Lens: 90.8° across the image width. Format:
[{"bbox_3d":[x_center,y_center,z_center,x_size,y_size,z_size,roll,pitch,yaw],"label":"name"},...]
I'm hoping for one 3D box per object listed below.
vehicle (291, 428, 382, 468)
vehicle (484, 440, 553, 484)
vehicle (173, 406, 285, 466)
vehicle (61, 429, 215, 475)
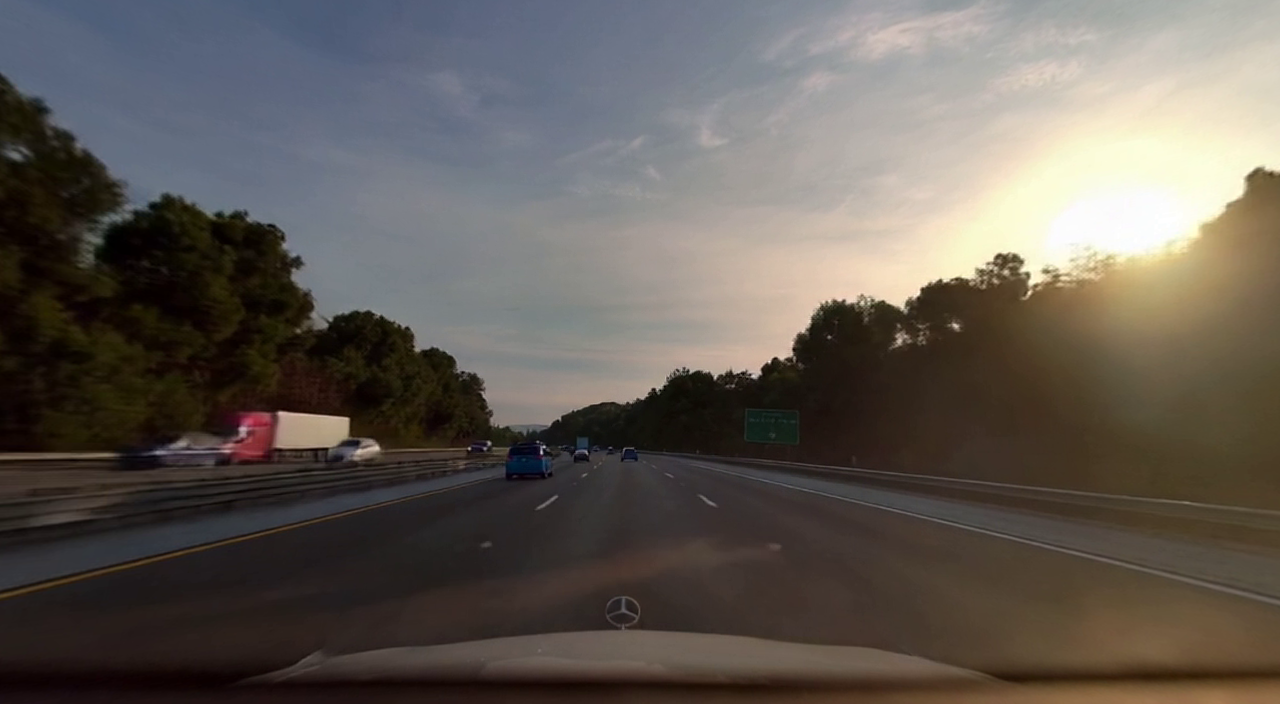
[{"bbox_3d":[-13.694,4.391,28.820,1.934,1.650,4.563,0,-9,-1],"label":"vehicle"},{"bbox_3d":[-4.984,4.541,26.411,2.088,1.675,4.108,0,-9,0],"label":"vehicle"},{"bbox_3d":[-17.853,3.722,27.690,2.131,2.428,4.017,0,-9,0],"label":"vehicle"},{"bbox_3d":[-17.701,3.558,22.576,1.851,1.453,4.488,0,-9,-1],"label":"vehicle"}]
